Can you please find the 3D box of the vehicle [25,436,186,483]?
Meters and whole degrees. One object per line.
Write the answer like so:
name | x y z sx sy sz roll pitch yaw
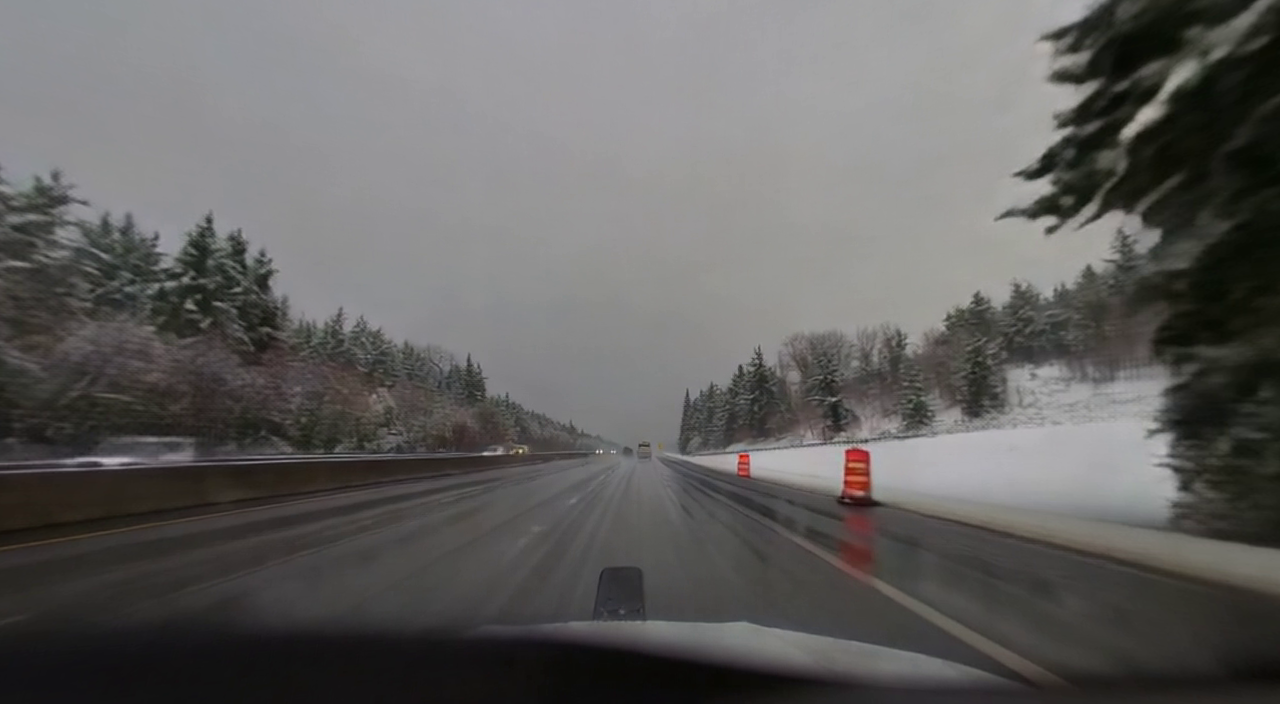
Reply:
vehicle | -20.345 4.114 24.352 1.961 1.603 4.774 0 -9 1
